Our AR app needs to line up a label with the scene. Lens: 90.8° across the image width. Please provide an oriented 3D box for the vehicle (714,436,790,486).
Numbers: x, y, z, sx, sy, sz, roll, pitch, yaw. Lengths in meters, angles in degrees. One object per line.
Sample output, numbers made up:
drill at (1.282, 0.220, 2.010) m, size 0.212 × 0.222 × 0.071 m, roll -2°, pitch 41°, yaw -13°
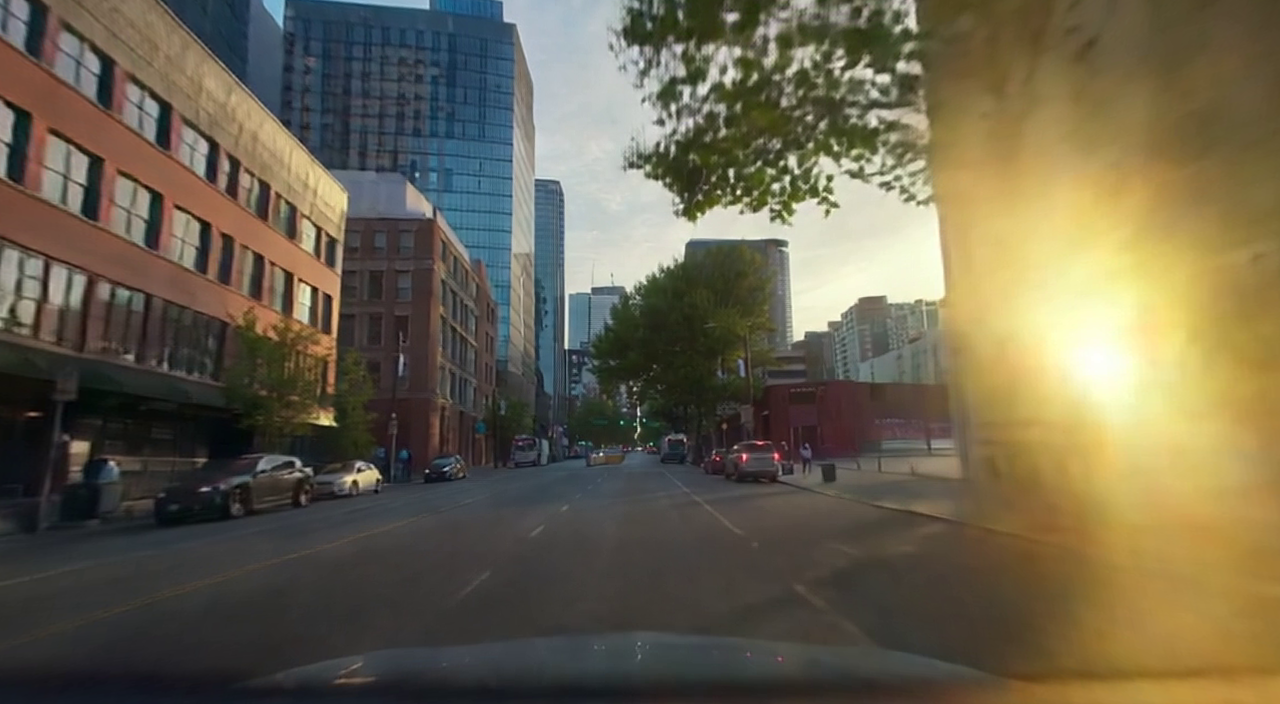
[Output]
vehicle at (4.662, 4.649, 27.242) m, size 2.237 × 1.908 × 5.320 m, roll 0°, pitch -9°, yaw -1°

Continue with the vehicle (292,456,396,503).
vehicle at (-11.356, 4.903, 24.581) m, size 2.007 × 1.511 × 4.280 m, roll -4°, pitch -10°, yaw 0°

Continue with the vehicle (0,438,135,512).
vehicle at (-18.529, 3.746, 19.869) m, size 4.675 × 1.985 × 2.189 m, roll -4°, pitch -7°, yaw 25°

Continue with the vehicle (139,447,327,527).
vehicle at (-11.344, 3.719, 18.273) m, size 1.970 × 1.828 × 5.519 m, roll -3°, pitch -8°, yaw -2°

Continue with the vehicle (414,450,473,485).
vehicle at (-11.239, 6.640, 36.424) m, size 2.039 × 1.770 × 4.445 m, roll -3°, pitch -9°, yaw -1°
